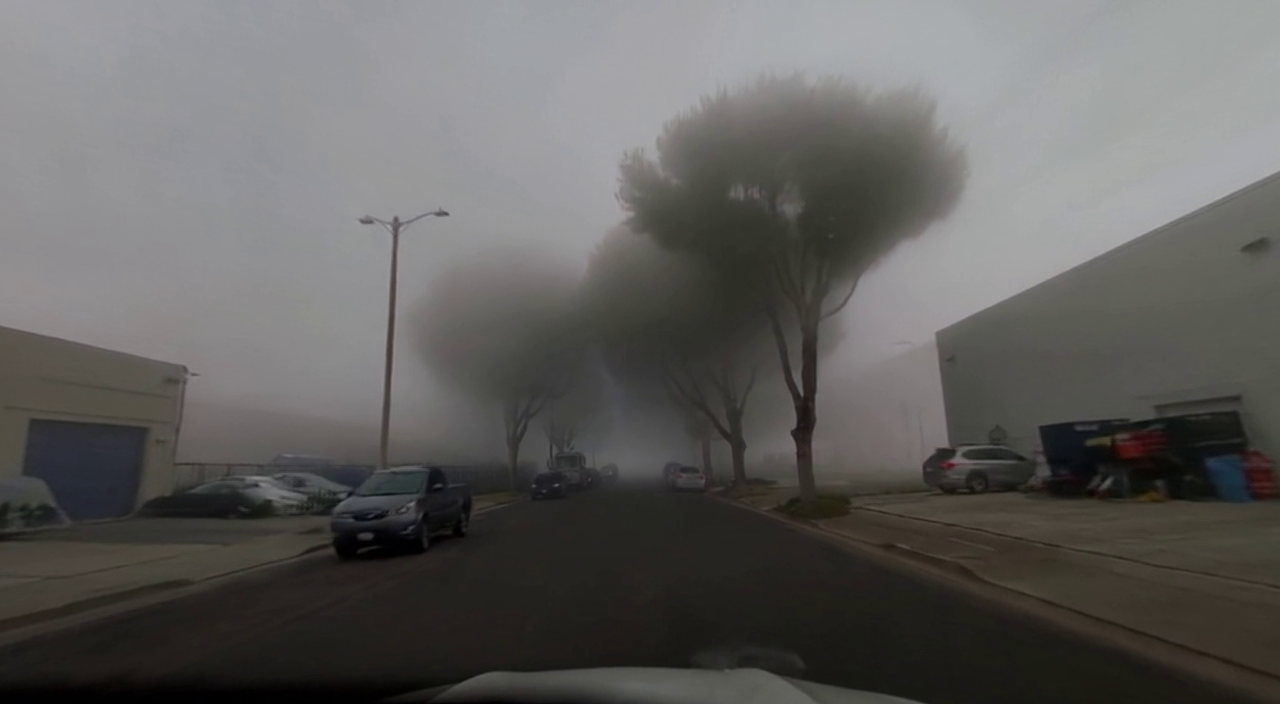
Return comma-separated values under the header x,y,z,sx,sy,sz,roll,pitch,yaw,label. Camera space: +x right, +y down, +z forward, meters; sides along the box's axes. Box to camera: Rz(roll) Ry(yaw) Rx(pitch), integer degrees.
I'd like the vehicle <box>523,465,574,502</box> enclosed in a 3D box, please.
x,y,z,sx,sy,sz,roll,pitch,yaw,label
-4.365,6.343,30.591,1.835,1.625,3.674,0,-11,1,vehicle

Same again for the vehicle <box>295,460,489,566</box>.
x,y,z,sx,sy,sz,roll,pitch,yaw,label
-4.493,2.954,12.348,1.927,1.580,4.556,-1,-9,0,vehicle

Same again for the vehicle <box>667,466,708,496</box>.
x,y,z,sx,sy,sz,roll,pitch,yaw,label
2.457,6.811,33.399,1.819,1.446,3.909,1,-11,-1,vehicle
